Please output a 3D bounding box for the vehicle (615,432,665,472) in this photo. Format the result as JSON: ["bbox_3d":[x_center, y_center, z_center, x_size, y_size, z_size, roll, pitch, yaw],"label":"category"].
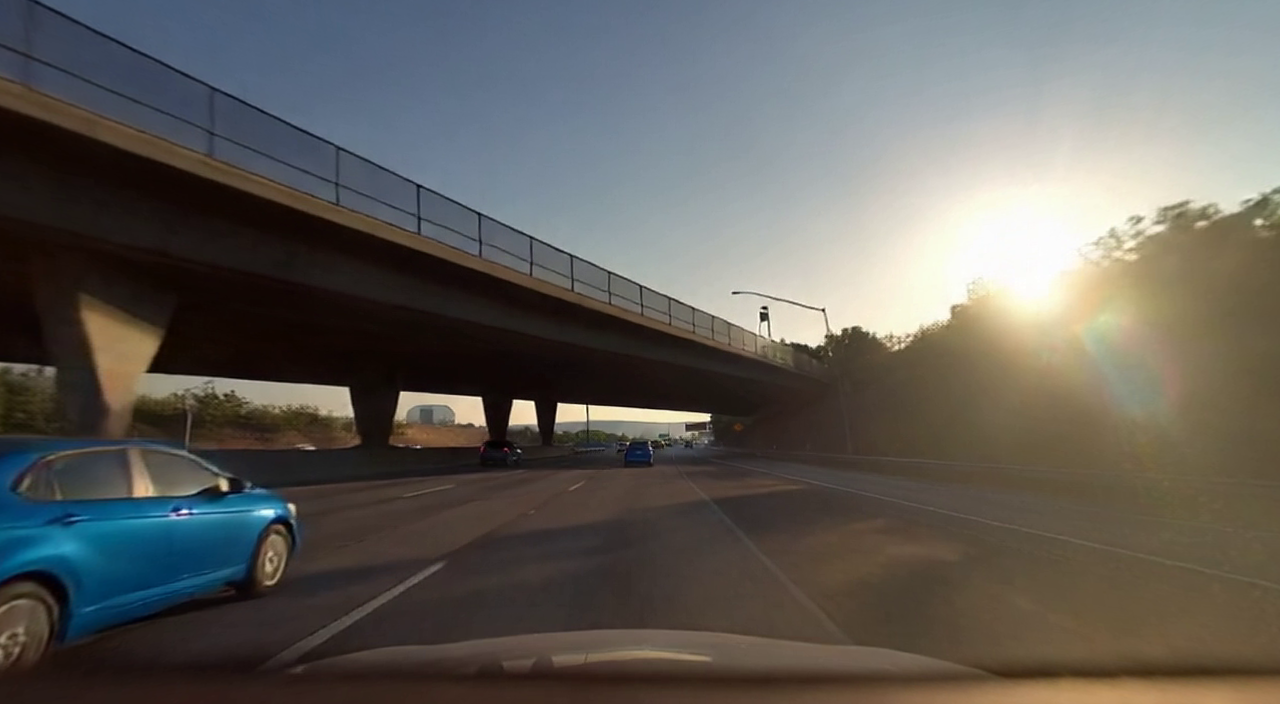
[{"bbox_3d":[0.056,4.638,29.182,2.155,1.690,4.318,0,-8,2],"label":"vehicle"}]

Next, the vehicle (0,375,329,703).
[{"bbox_3d":[-4.179,1.025,3.808,2.124,1.607,4.531,0,-8,2],"label":"vehicle"}]

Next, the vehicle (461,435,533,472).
[{"bbox_3d":[-6.457,4.634,28.947,1.994,1.519,4.668,0,-8,3],"label":"vehicle"}]
